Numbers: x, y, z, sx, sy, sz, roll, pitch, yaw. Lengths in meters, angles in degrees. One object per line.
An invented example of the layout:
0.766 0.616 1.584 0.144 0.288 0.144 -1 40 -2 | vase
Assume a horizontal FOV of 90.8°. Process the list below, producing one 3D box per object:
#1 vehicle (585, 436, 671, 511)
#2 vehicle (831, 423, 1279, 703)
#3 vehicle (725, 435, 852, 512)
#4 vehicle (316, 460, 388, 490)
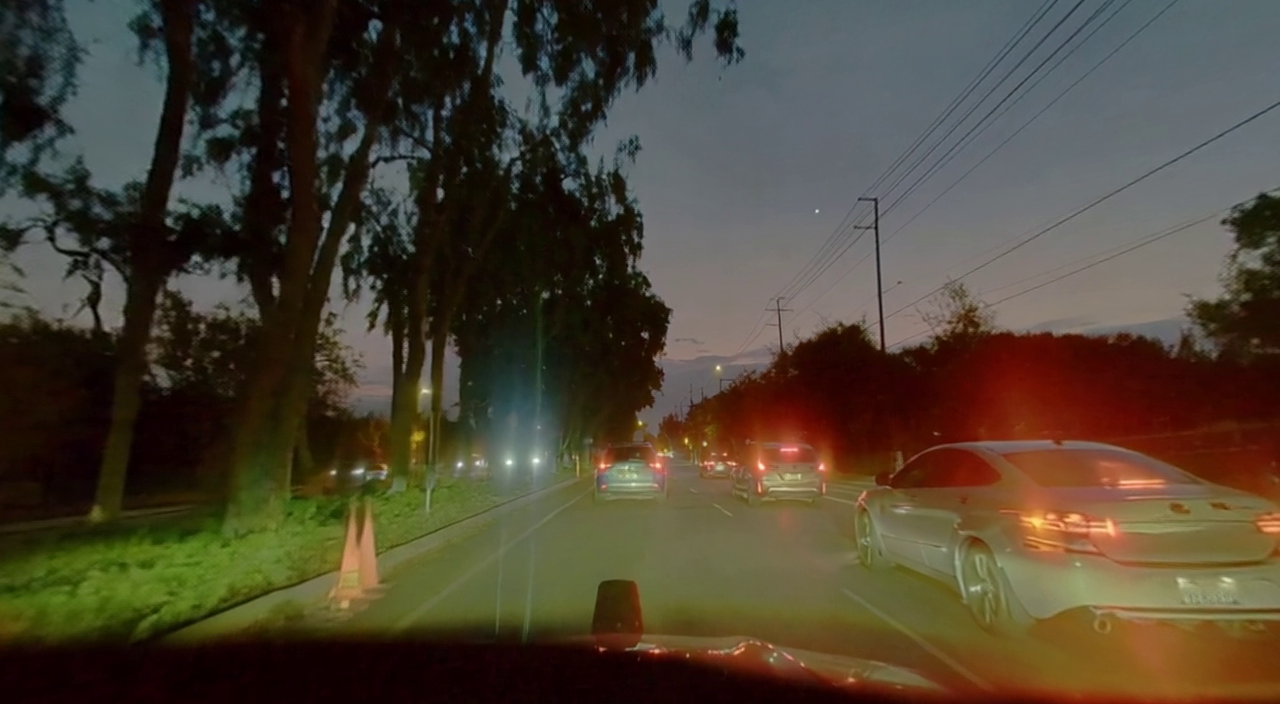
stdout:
-0.316 3.194 17.103 2.050 1.745 3.915 -1 -8 0 | vehicle
3.423 1.443 5.589 1.977 1.460 4.565 0 -8 -1 | vehicle
3.763 3.160 17.016 2.116 1.726 4.672 0 -8 -2 | vehicle
-16.306 6.996 36.097 1.973 1.457 4.564 -1 -8 0 | vehicle
